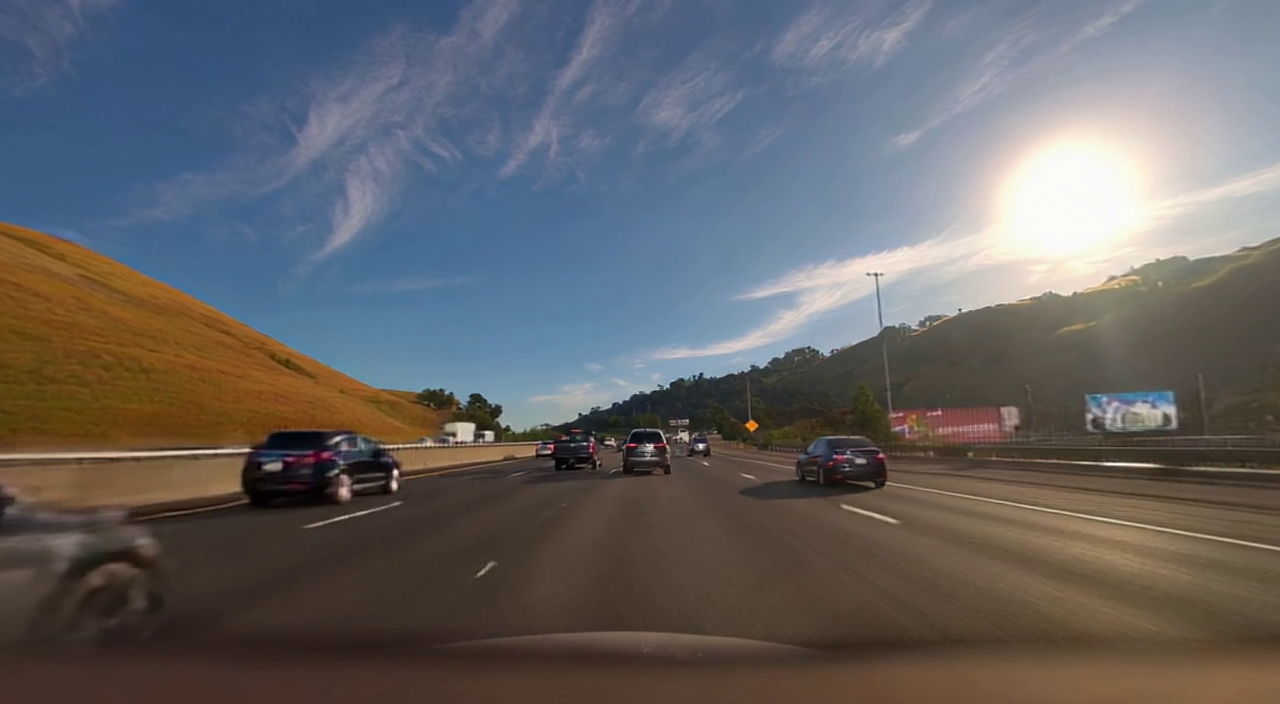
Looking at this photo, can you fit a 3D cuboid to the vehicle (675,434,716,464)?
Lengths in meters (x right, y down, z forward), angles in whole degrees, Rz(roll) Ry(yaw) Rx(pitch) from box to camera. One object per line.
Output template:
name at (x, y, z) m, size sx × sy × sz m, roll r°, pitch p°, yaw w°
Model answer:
vehicle at (3.448, 6.112, 39.889) m, size 2.067 × 1.775 × 4.372 m, roll 0°, pitch -8°, yaw -2°

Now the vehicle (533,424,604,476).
vehicle at (-2.962, 4.242, 27.504) m, size 2.316 × 1.999 × 5.765 m, roll 0°, pitch -8°, yaw 1°

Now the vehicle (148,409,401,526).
vehicle at (-6.618, 2.149, 12.220) m, size 2.036 × 1.813 × 4.564 m, roll -1°, pitch -8°, yaw 2°

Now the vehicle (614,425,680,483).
vehicle at (0.279, 3.483, 21.738) m, size 2.052 × 1.808 × 3.898 m, roll -1°, pitch -8°, yaw 2°

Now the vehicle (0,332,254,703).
vehicle at (-3.859, 0.718, 1.991) m, size 2.160 × 1.799 × 5.001 m, roll 0°, pitch -8°, yaw -1°

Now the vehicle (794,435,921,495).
vehicle at (5.928, 3.115, 17.836) m, size 1.998 × 1.456 × 4.338 m, roll 0°, pitch -8°, yaw 0°
